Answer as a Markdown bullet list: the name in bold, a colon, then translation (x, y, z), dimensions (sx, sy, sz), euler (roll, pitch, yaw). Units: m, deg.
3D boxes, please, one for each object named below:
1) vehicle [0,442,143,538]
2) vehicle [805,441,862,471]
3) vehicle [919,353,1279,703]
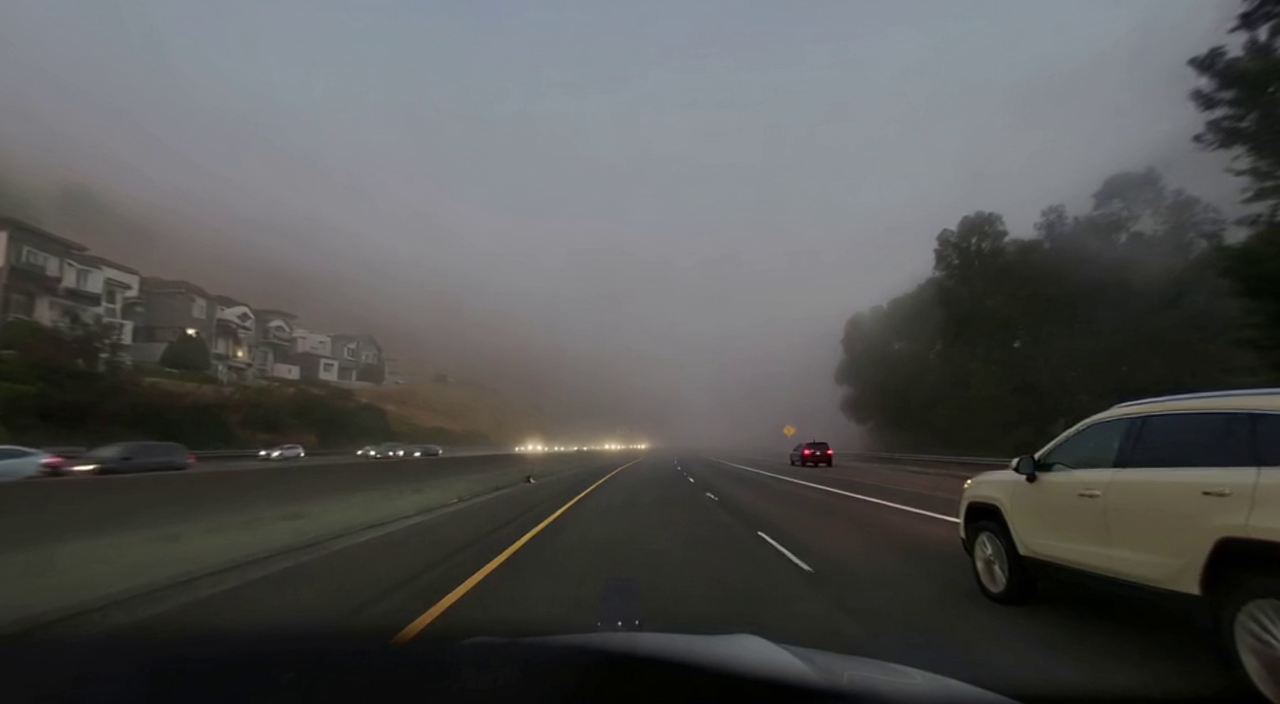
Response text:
- **vehicle**: translation (-12.332, 2.548, 11.923), dimensions (2.090, 1.673, 4.553), euler (0, -8, 0)
- **vehicle**: translation (11.690, 6.307, 38.323), dimensions (2.043, 1.714, 4.453), euler (0, -8, 0)
- **vehicle**: translation (4.099, 1.085, 4.140), dimensions (2.318, 1.766, 4.587), euler (0, -9, -1)
